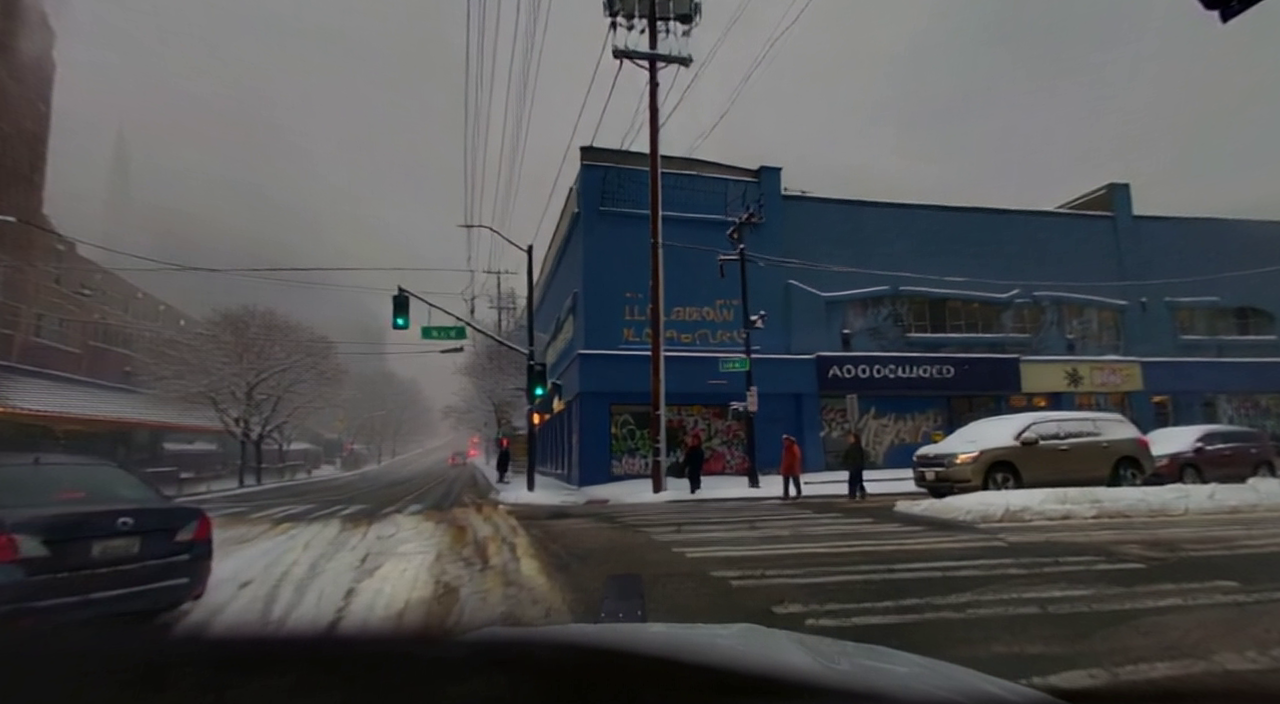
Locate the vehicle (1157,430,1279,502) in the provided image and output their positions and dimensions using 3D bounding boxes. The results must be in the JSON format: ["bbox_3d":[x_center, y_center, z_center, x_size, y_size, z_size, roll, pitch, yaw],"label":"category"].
[{"bbox_3d":[14.697,2.550,14.444,4.672,1.459,1.938,2,-9,-15],"label":"vehicle"}]

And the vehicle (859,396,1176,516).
[{"bbox_3d":[7.195,1.989,12.296,4.970,1.972,2.372,2,-9,-16],"label":"vehicle"}]

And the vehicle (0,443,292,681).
[{"bbox_3d":[-5.697,1.563,5.637,4.439,1.457,2.097,-4,-9,22],"label":"vehicle"}]
